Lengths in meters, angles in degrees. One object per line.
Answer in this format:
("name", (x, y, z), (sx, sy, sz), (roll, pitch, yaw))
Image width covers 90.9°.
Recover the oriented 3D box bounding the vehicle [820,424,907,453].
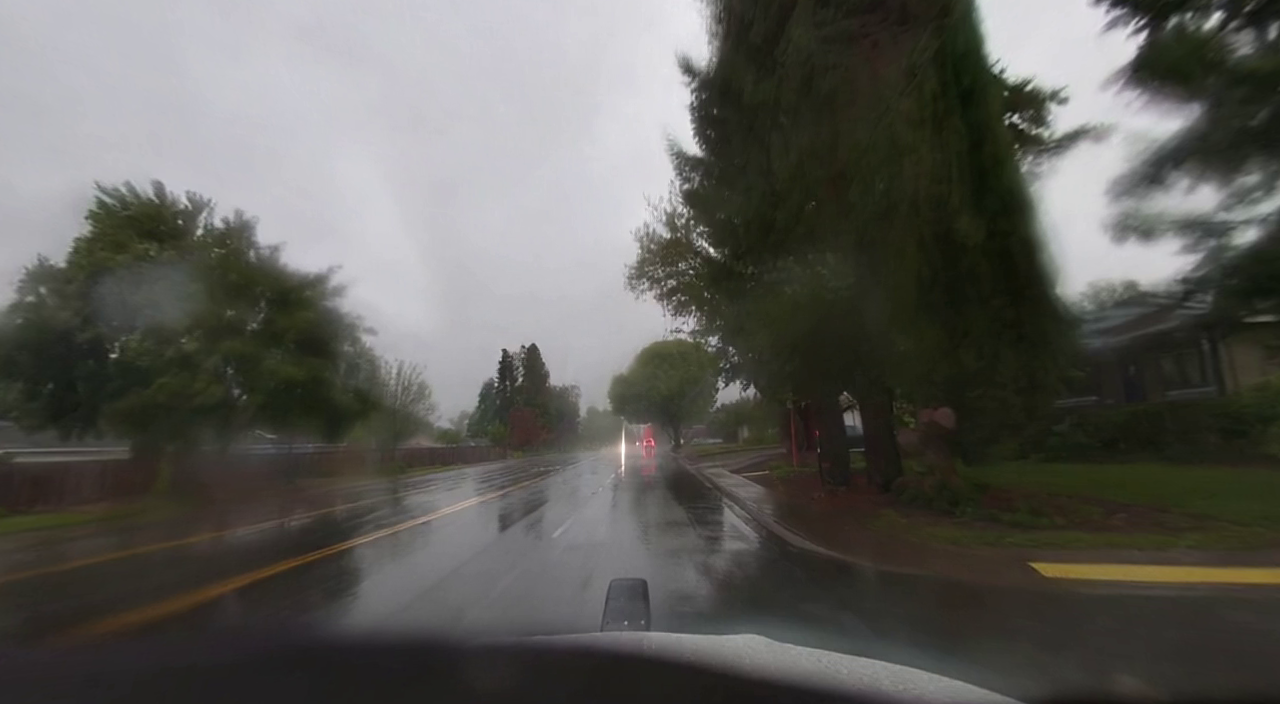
("vehicle", (11.847, 4.629, 33.616), (3.992, 1.486, 1.727), (0, -9, 1))
